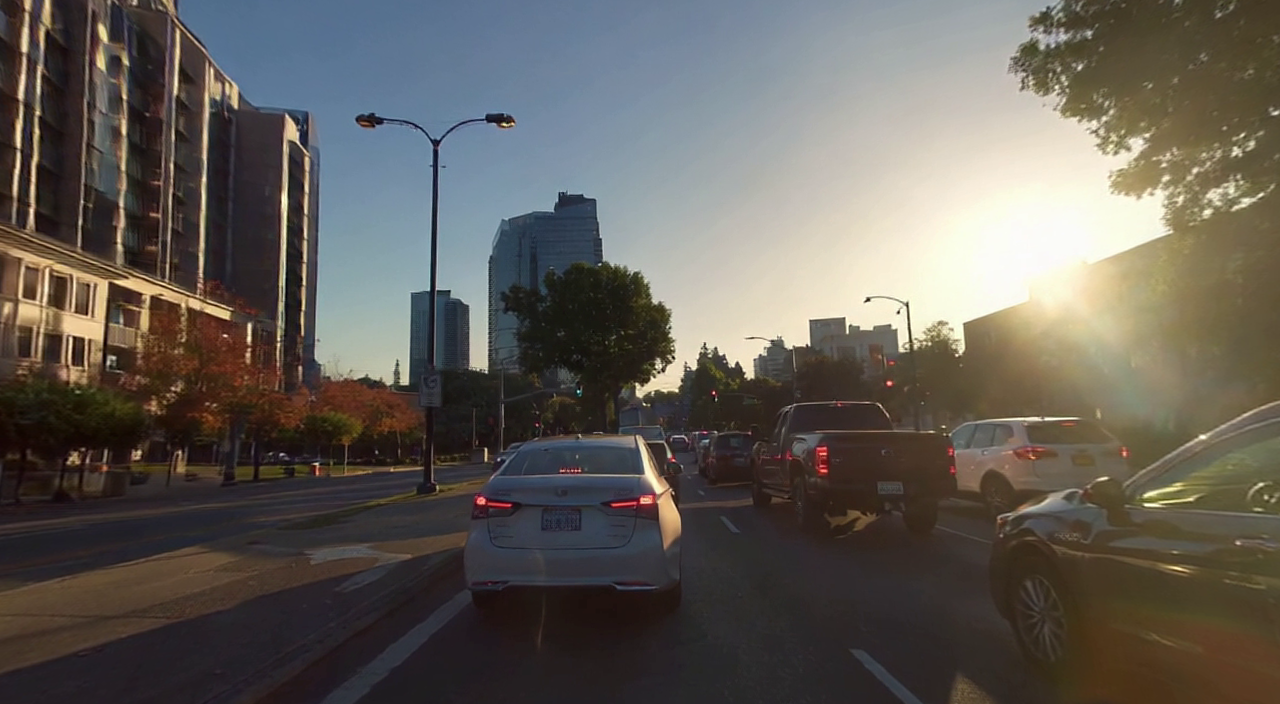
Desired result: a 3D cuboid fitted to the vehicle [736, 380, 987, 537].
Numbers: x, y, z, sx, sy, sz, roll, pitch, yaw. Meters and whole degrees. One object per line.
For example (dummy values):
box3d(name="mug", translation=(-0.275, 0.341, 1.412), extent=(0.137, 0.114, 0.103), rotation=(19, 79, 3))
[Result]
box3d(name="vehicle", translation=(3.538, 1.917, 11.764), extent=(2.497, 2.186, 5.890), rotation=(0, -9, 0))

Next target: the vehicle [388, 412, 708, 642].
box3d(name="vehicle", translation=(-0.570, 1.502, 6.446), extent=(2.172, 1.536, 4.250), rotation=(0, -9, 2))

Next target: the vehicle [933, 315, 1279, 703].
box3d(name="vehicle", translation=(3.162, 0.764, 2.215), extent=(2.024, 1.723, 4.714), rotation=(0, -9, 1))
